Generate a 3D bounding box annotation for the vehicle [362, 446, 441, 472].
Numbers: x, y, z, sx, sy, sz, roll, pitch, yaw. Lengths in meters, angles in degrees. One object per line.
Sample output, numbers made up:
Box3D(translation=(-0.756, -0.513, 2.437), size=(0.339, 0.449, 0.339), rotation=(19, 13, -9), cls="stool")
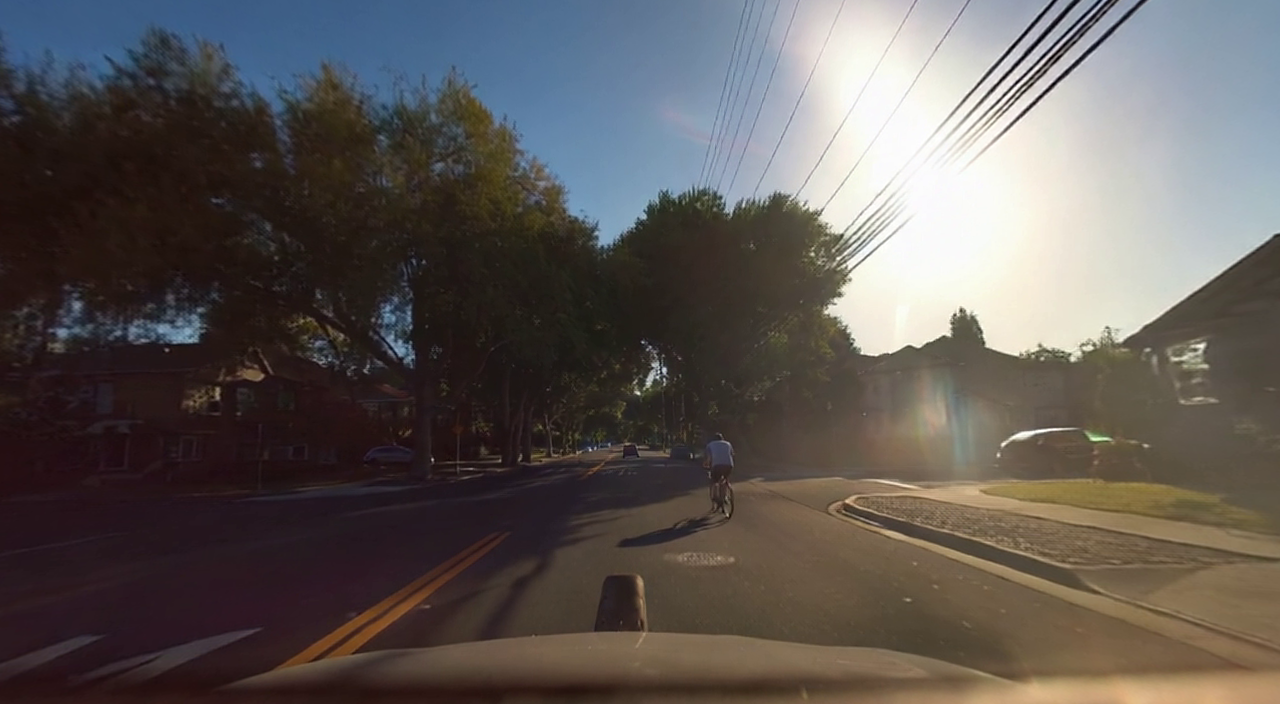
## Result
Box3D(translation=(-14.607, 6.547, 38.830), size=(4.143, 1.480, 1.755), rotation=(0, -8, -2), cls="vehicle")
